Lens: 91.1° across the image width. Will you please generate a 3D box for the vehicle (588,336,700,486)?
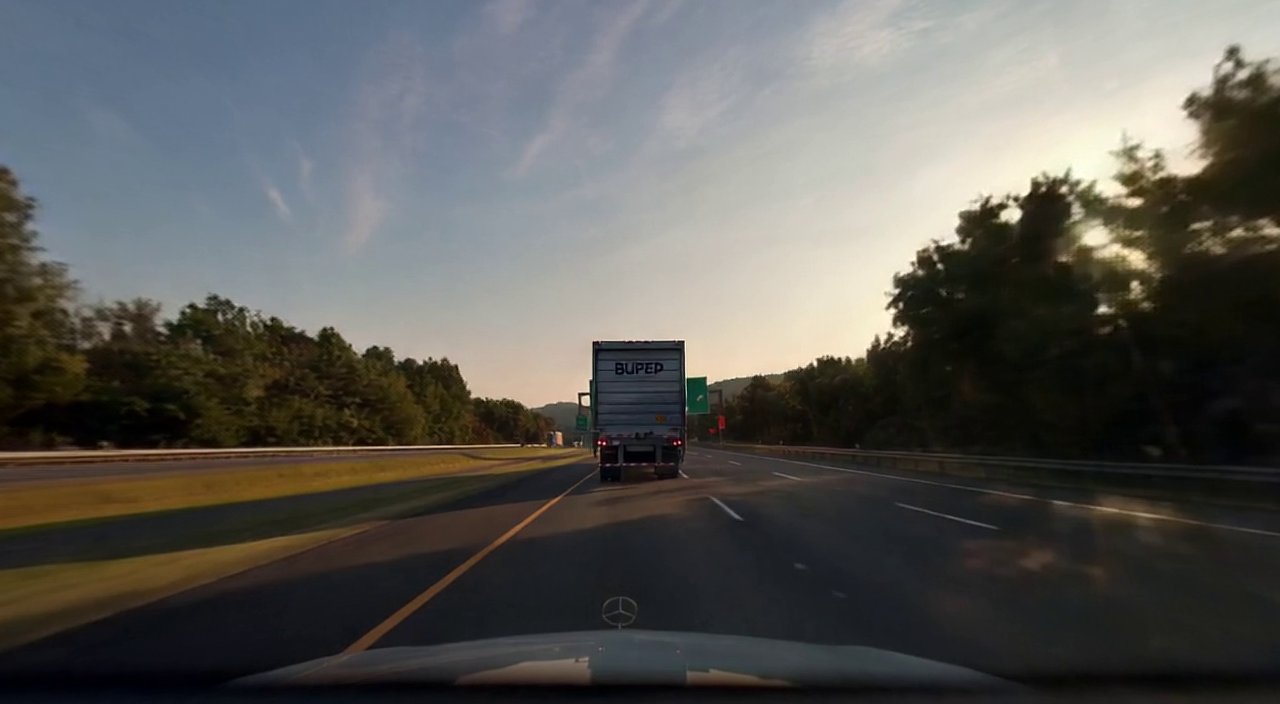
[{"bbox_3d":[0.077,2.108,20.725,2.870,3.911,8.697,0,-8,0],"label":"vehicle"}]
